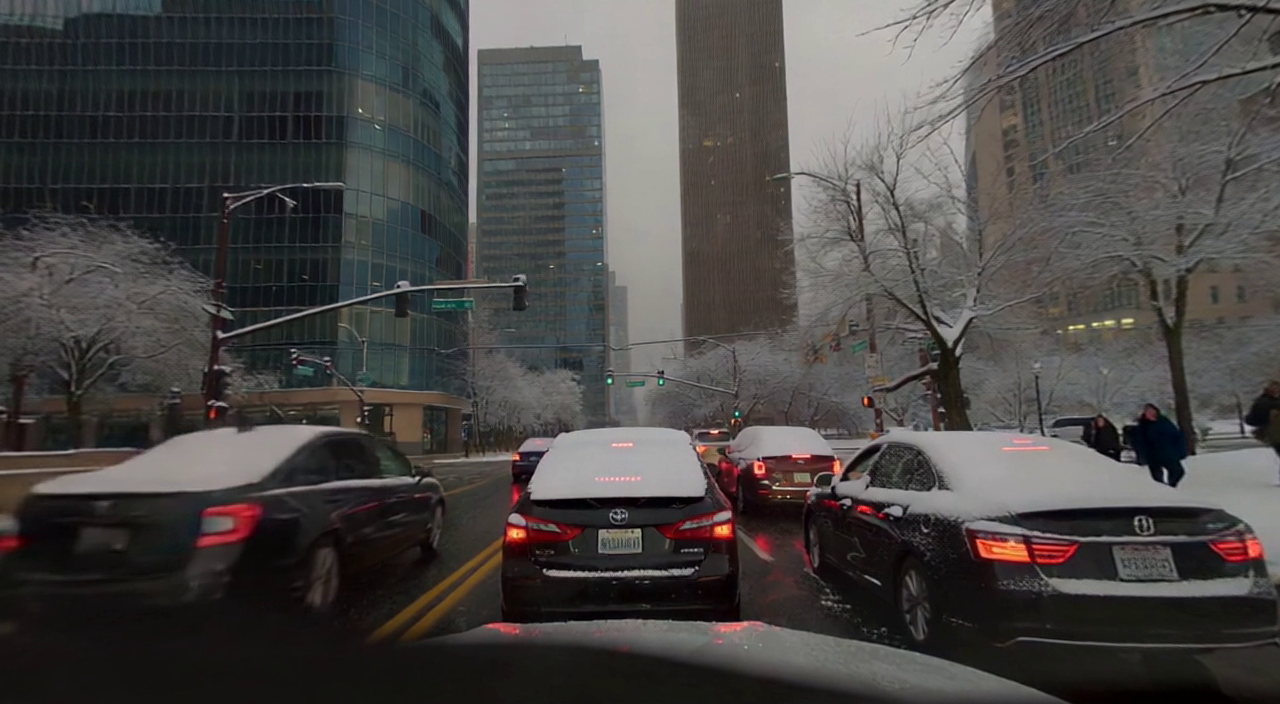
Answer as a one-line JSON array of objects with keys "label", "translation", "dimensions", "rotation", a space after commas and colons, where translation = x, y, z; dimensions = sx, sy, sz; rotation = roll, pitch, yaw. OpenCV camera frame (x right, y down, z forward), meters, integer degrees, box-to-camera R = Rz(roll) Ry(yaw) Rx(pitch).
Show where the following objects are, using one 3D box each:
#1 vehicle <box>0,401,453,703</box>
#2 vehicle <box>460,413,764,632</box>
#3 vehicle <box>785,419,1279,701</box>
[{"label": "vehicle", "translation": [-3.277, 1.311, 5.227], "dimensions": [2.068, 1.513, 4.221], "rotation": [0, -8, 1]}, {"label": "vehicle", "translation": [-0.268, 1.465, 6.407], "dimensions": [2.072, 1.476, 4.078], "rotation": [0, -8, -2]}, {"label": "vehicle", "translation": [2.749, 1.399, 5.445], "dimensions": [1.952, 1.464, 4.165], "rotation": [0, -8, -1]}]
